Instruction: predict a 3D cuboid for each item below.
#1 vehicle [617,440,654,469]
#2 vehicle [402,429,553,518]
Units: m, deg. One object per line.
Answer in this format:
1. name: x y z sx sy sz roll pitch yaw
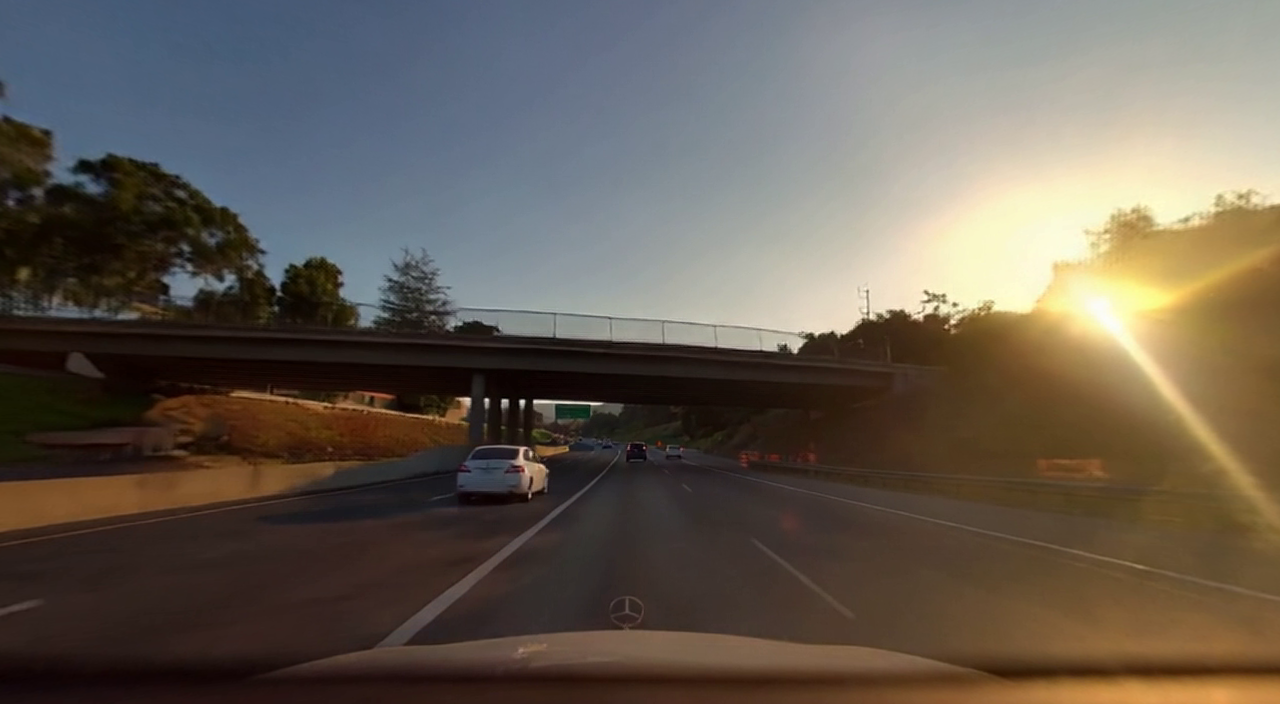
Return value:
1. vehicle: -0.328 6.862 42.275 2.328 1.805 4.502 0 -8 -2
2. vehicle: -3.422 2.652 14.366 2.114 1.650 4.730 0 -8 1
